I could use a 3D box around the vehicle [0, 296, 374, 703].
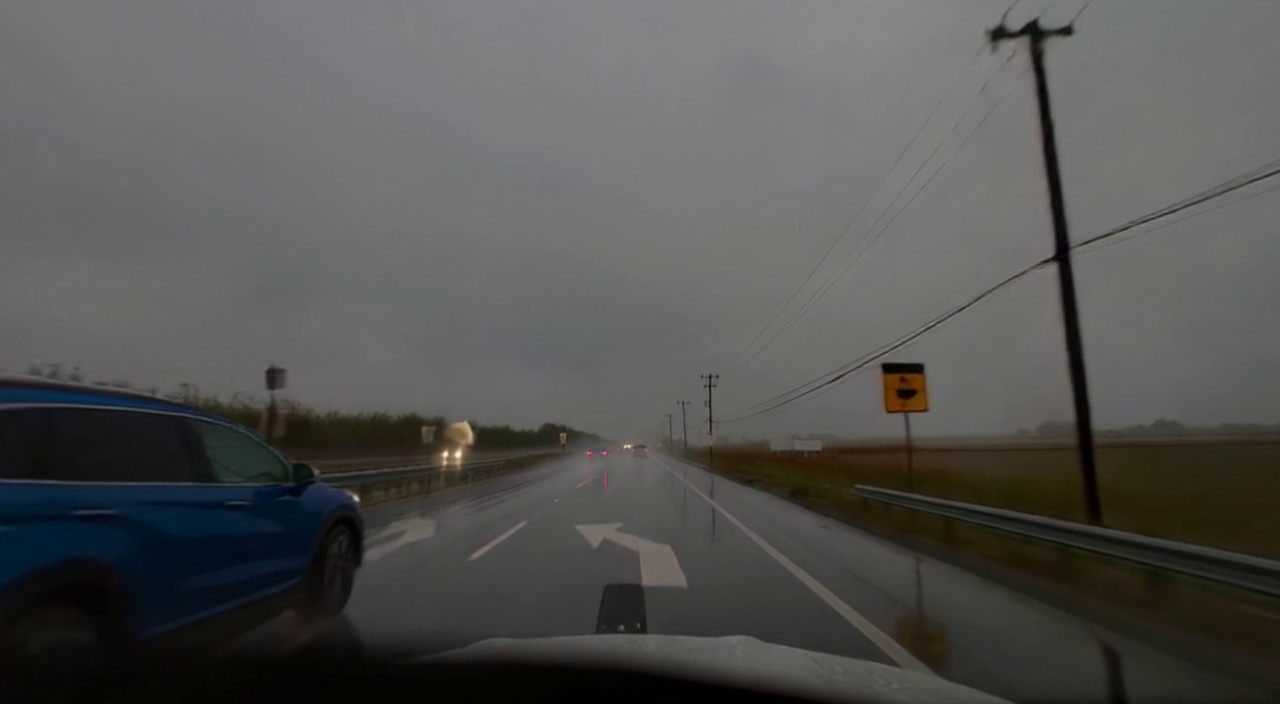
[{"bbox_3d":[-3.551,0.896,3.458,2.173,1.863,4.786,0,-9,-2],"label":"vehicle"}]
